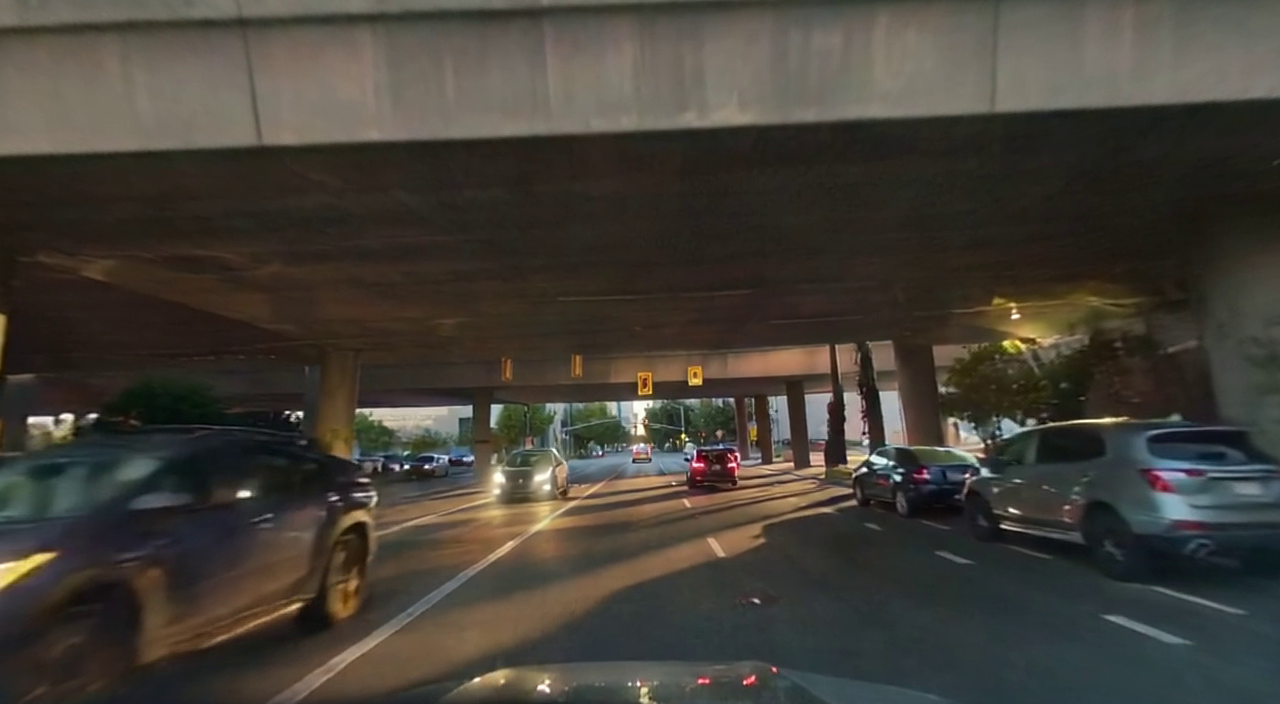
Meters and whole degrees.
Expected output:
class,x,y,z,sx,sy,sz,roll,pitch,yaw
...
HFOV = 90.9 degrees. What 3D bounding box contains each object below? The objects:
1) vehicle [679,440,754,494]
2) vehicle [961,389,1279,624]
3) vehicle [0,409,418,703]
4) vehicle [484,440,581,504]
class,x,y,z,sx,sy,sz,roll,pitch,yaw
vehicle,2.399,3.727,20.823,1.947,1.576,3.825,0,-8,0
vehicle,6.277,1.669,7.805,2.284,2.048,4.379,-1,-8,1
vehicle,-3.514,1.359,4.842,2.137,1.586,4.201,0,-8,-1
vehicle,-3.020,3.468,18.678,2.076,1.653,4.152,-1,-8,1
